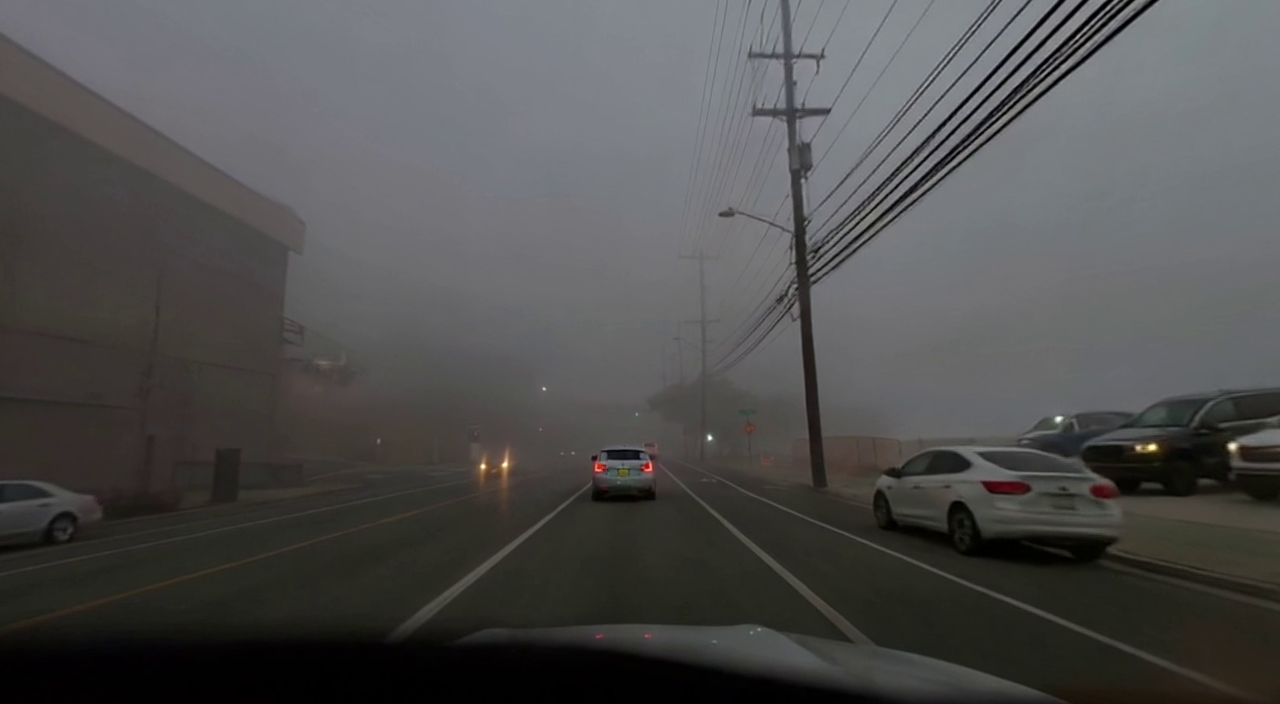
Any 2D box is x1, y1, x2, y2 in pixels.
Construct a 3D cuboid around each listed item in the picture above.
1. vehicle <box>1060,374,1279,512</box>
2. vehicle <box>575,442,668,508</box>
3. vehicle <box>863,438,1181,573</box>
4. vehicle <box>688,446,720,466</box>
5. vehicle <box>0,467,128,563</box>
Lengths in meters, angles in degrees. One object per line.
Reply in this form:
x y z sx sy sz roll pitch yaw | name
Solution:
11.252 1.755 12.102 2.329 2.145 5.841 0 -9 0 | vehicle
-0.436 3.092 16.400 2.116 1.479 3.980 0 -8 0 | vehicle
5.225 2.113 9.613 1.937 1.523 4.541 0 -9 -1 | vehicle
4.852 7.916 48.211 1.908 1.470 3.935 0 -9 -2 | vehicle
-11.499 2.807 10.852 1.817 1.480 4.282 0 -8 0 | vehicle
